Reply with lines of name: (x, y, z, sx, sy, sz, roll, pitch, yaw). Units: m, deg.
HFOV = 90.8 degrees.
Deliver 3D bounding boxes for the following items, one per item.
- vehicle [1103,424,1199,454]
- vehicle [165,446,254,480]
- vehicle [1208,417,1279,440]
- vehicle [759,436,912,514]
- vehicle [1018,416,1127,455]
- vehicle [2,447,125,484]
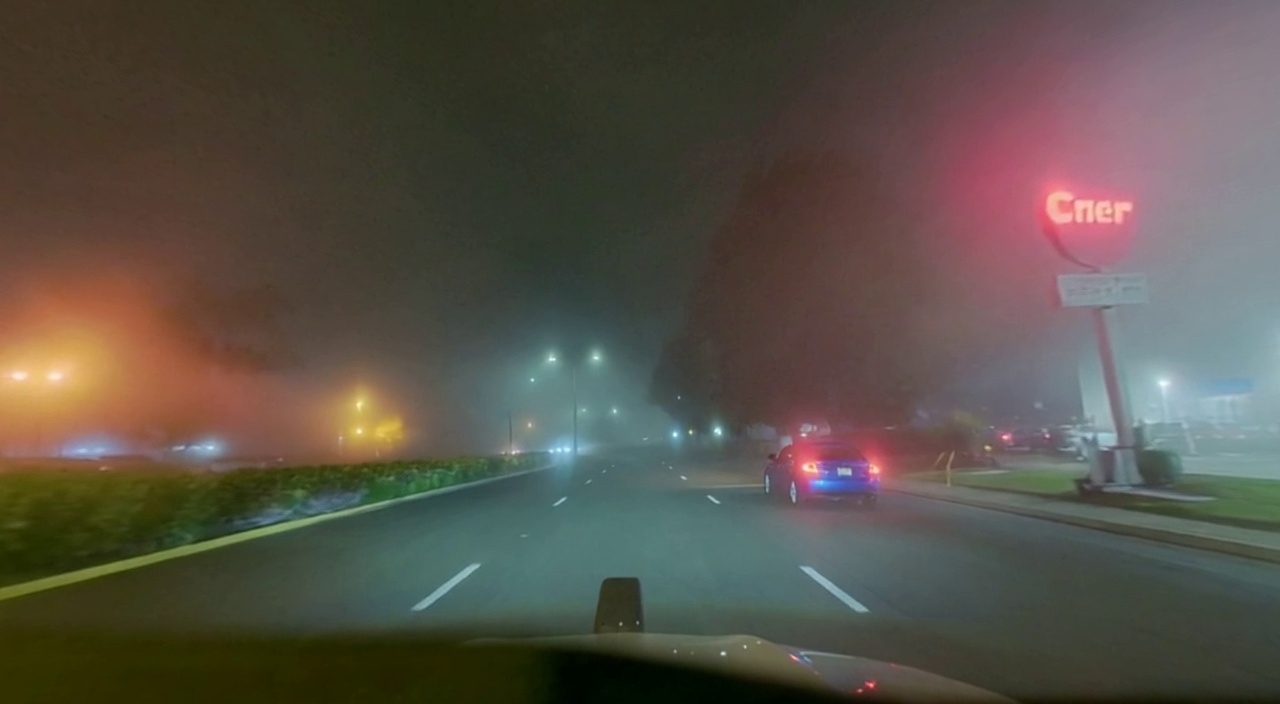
vehicle: (34.703, 5.940, 42.979, 4.676, 1.741, 1.948, -2, -10, 0)
vehicle: (-27.699, 7.126, 40.889, 2.091, 1.981, 4.836, 1, -9, 3)
vehicle: (46.717, 5.919, 48.877, 3.668, 1.500, 1.642, -8, -11, 28)
vehicle: (4.082, 2.621, 14.041, 1.978, 1.442, 4.262, 0, -8, -1)
vehicle: (29.371, 5.736, 43.042, 5.519, 2.389, 2.350, -2, -9, 1)
vehicle: (-33.177, 6.519, 36.624, 2.216, 1.965, 5.147, 0, -8, 0)
